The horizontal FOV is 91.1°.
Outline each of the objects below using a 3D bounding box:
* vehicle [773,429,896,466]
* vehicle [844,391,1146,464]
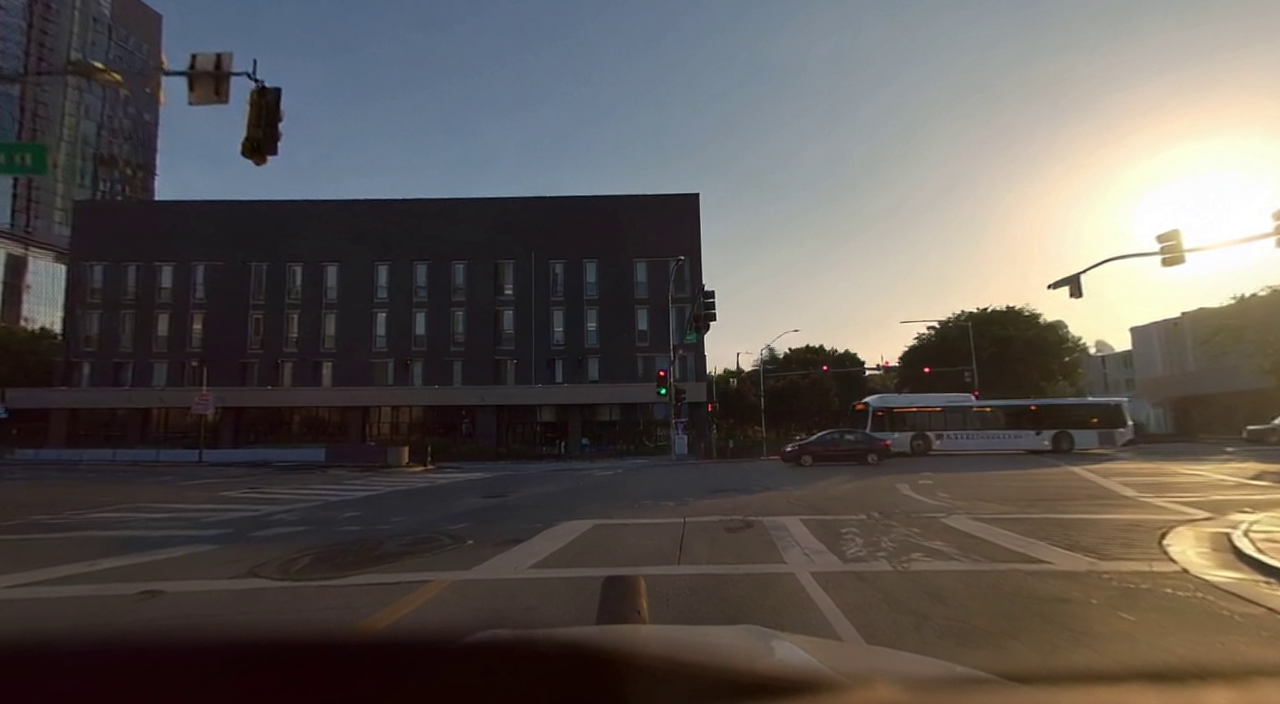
[{"bbox_3d":[8.094,4.007,26.350,4.538,1.461,1.805,0,-9,-2],"label":"vehicle"},{"bbox_3d":[16.901,3.709,30.603,12.822,3.296,3.033,0,-9,-1],"label":"vehicle"}]
